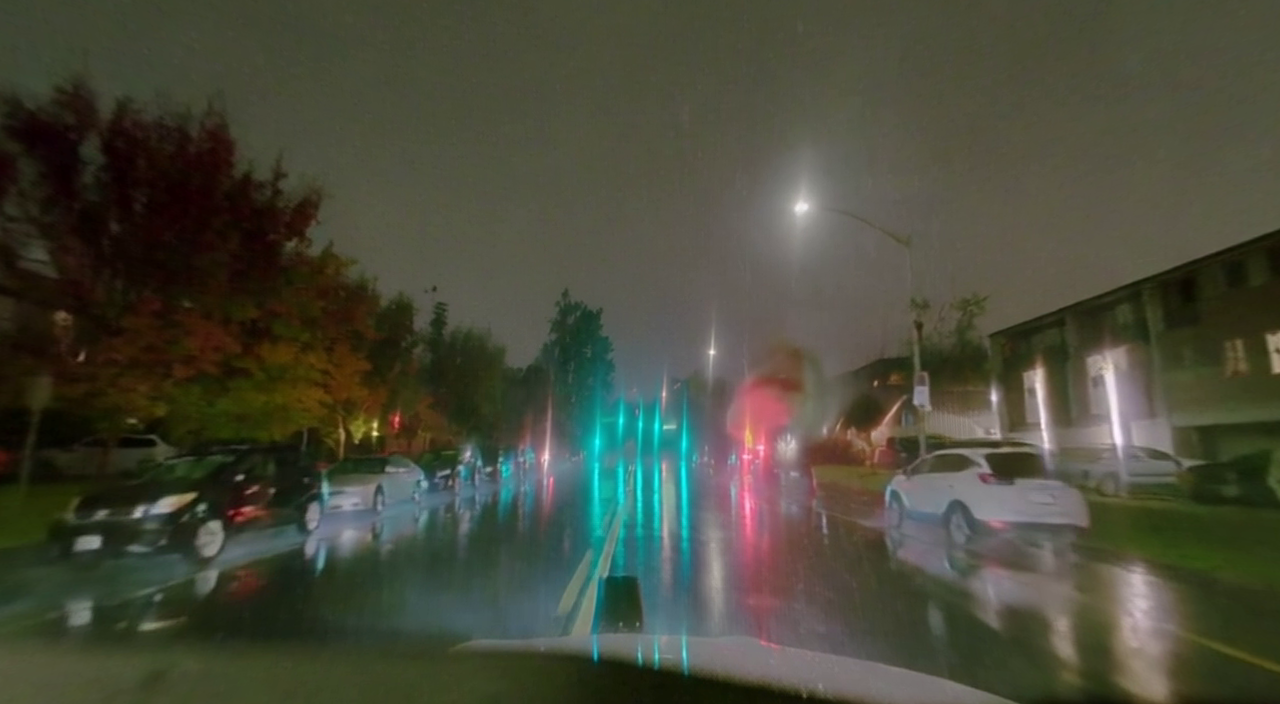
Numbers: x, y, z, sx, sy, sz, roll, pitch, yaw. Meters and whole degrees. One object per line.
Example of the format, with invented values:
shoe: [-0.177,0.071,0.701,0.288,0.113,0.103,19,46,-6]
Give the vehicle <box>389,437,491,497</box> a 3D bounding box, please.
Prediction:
vehicle: [-6.302,3.658,20.511,1.904,1.727,4.530,0,-9,-1]

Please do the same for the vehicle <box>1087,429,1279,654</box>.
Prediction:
vehicle: [5.150,1.180,3.633,1.747,1.486,4.672,0,-9,0]

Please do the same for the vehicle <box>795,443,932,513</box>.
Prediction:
vehicle: [5.139,2.922,15.209,1.798,1.432,4.330,0,-9,1]

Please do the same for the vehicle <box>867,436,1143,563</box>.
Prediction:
vehicle: [5.061,2.055,9.564,1.729,1.479,4.101,0,-8,0]

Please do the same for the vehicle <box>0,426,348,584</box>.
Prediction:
vehicle: [-6.345,1.996,9.180,1.947,1.665,4.716,0,-9,0]

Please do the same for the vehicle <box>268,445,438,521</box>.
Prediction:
vehicle: [-6.446,2.949,14.836,1.809,1.499,4.358,0,-9,2]
